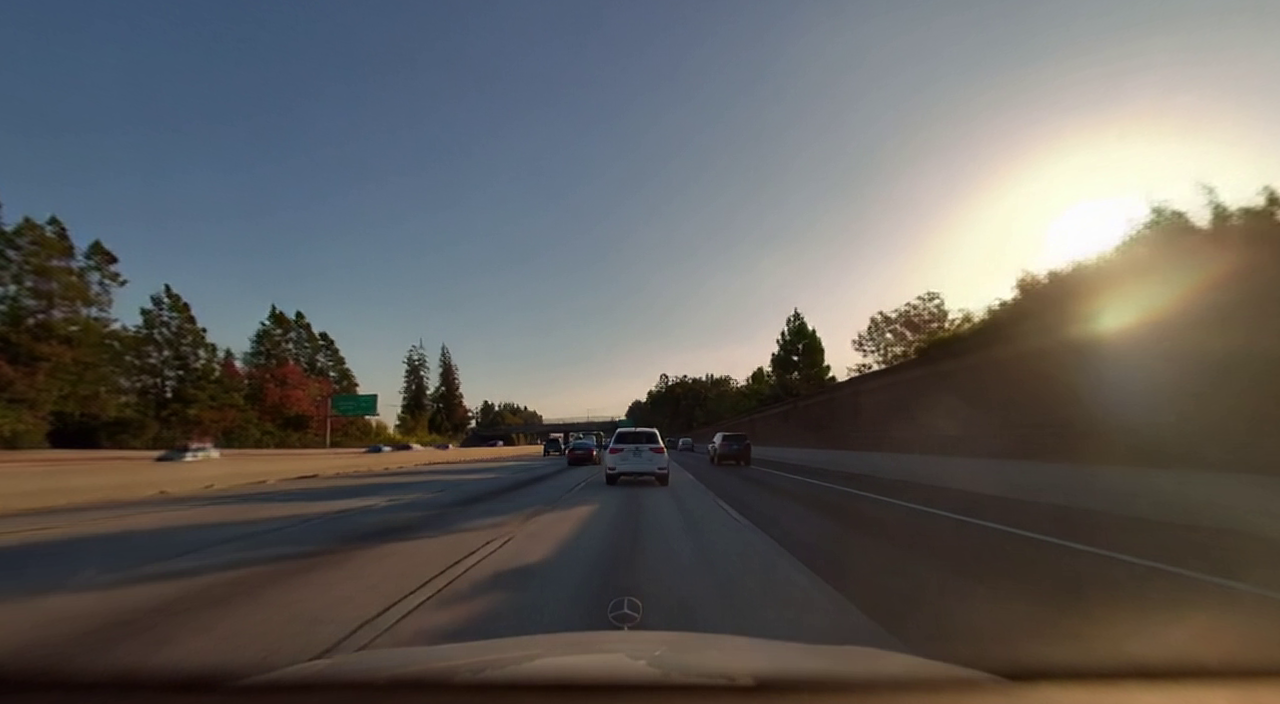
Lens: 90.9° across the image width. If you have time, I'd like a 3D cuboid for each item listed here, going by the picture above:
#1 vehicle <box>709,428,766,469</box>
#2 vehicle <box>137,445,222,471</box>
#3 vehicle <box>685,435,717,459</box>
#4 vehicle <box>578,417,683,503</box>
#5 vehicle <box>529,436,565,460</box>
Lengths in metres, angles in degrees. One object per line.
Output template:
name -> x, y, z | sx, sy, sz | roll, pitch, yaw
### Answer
vehicle -> 4.642, 4.717, 30.804 | 2.017, 1.847, 4.299 | 0, -9, -1
vehicle -> -28.409, 6.554, 39.091 | 1.811, 1.505, 4.441 | 0, -9, 1
vehicle -> 4.477, 7.079, 47.007 | 2.001, 1.651, 3.916 | 0, -9, 0
vehicle -> -0.206, 2.633, 15.669 | 2.233, 1.804, 4.273 | 0, -9, 0
vehicle -> -6.989, 7.272, 47.674 | 2.024, 1.706, 4.249 | 0, -9, 0
